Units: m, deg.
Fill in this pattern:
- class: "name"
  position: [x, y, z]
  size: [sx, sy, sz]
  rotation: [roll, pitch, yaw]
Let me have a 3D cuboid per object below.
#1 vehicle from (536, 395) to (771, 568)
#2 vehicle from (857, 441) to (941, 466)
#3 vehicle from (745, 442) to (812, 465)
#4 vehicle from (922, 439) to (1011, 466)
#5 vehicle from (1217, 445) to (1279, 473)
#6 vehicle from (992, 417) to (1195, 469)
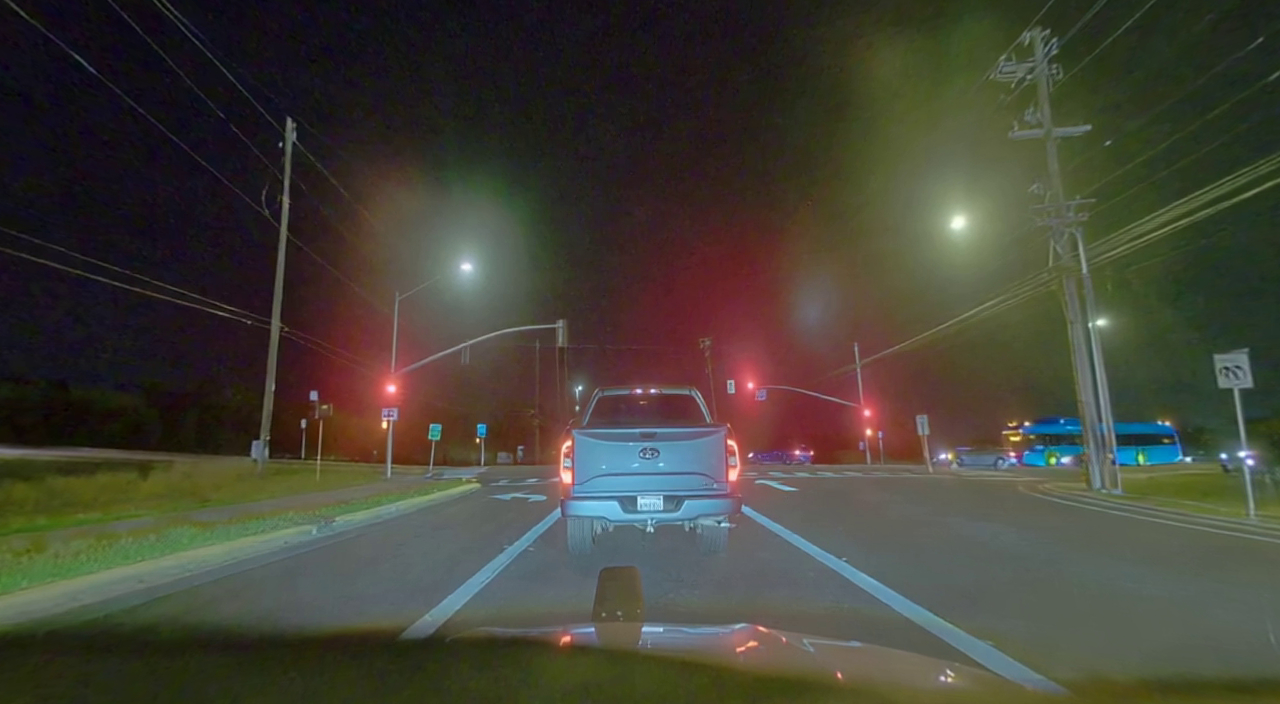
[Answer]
- class: "vehicle"
  position: [0.111, 1.899, 10.139]
  size: [2.707, 1.964, 5.485]
  rotation: [0, -8, -1]
- class: "vehicle"
  position: [16.818, 6.610, 41.211]
  size: [4.578, 1.490, 1.935]
  rotation: [-1, -8, 3]
- class: "vehicle"
  position: [10.219, 7.478, 46.608]
  size: [4.560, 1.592, 1.956]
  rotation: [-4, -9, 19]
- class: "vehicle"
  position: [23.412, 7.208, 45.431]
  size: [5.235, 1.878, 2.107]
  rotation: [0, -8, -2]
- class: "vehicle"
  position: [41.371, 6.972, 41.269]
  size: [5.426, 1.728, 1.999]
  rotation: [0, -8, -2]
- class: "vehicle"
  position: [29.368, 5.965, 41.252]
  size: [10.726, 3.128, 3.003]
  rotation: [-1, -8, 1]
